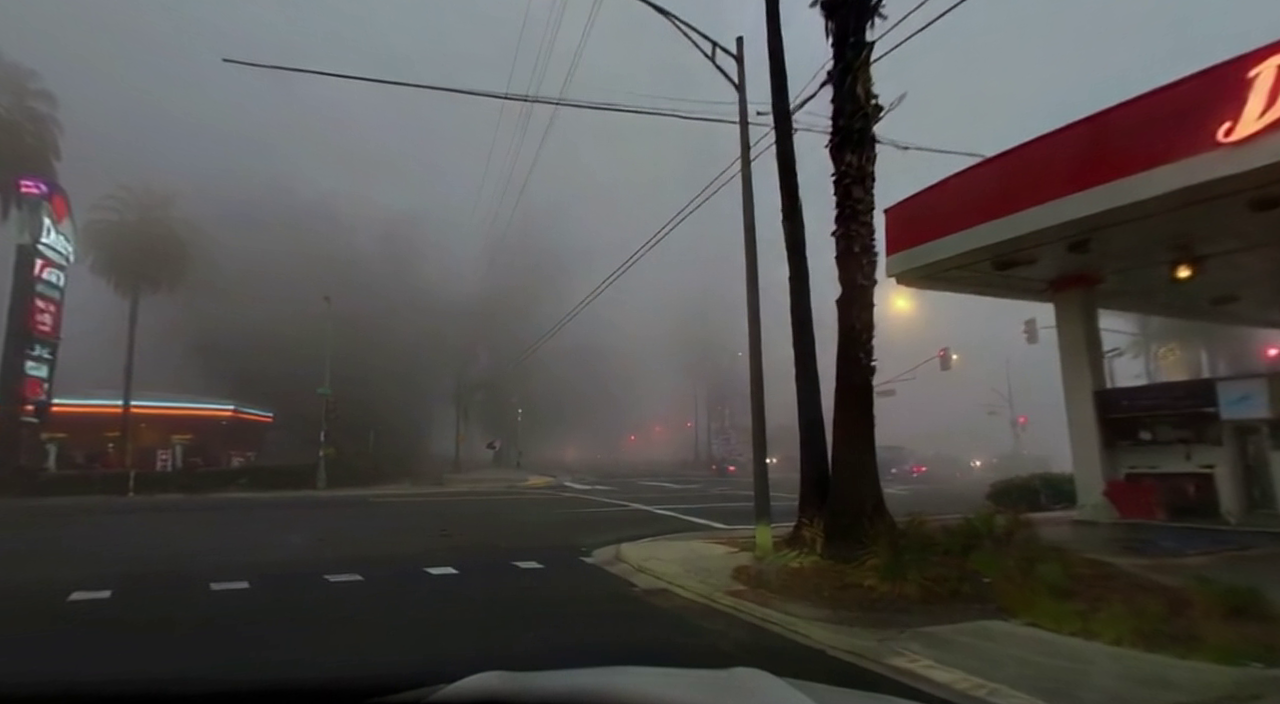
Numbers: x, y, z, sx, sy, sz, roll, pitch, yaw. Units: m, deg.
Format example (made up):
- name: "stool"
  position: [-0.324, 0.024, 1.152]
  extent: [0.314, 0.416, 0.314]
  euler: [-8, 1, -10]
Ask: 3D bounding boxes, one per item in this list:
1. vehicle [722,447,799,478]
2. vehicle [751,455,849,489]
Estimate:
- name: "vehicle"
  position: [8.405, 7.641, 43.957]
  extent: [4.880, 1.754, 2.202]
  euler: [2, -4, -25]
- name: "vehicle"
  position: [8.078, 6.062, 31.897]
  extent: [4.570, 1.480, 1.873]
  euler: [6, -10, -20]
